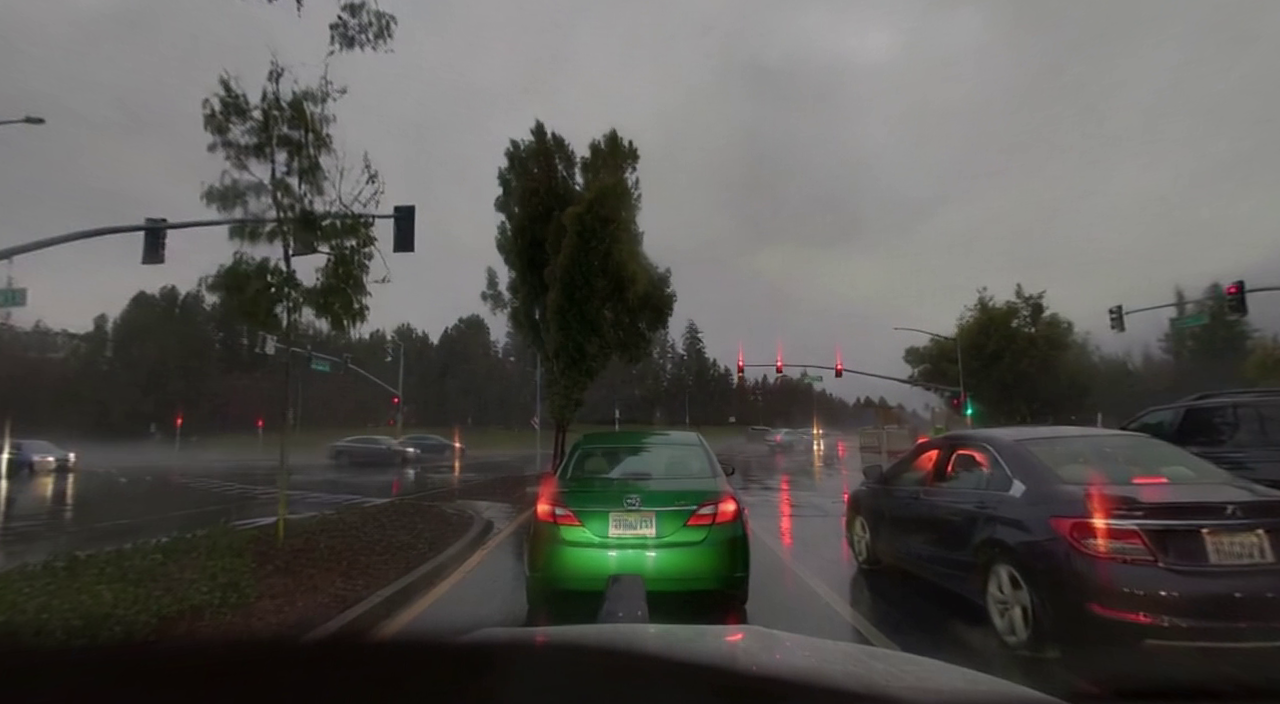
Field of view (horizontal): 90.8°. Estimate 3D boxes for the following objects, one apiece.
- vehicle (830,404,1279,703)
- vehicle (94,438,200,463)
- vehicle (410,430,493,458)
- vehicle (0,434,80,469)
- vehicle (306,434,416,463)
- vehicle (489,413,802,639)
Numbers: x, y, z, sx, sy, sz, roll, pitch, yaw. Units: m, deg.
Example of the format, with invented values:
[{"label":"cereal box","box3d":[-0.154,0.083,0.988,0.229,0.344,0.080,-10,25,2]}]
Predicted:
[{"label":"vehicle","box3d":[3.097,1.293,4.950,1.861,1.479,4.371,0,-8,0]},{"label":"vehicle","box3d":[-29.280,5.853,37.589,4.828,1.467,1.963,-1,-9,6]},{"label":"vehicle","box3d":[-11.330,5.599,38.299,4.526,1.649,1.920,1,-9,-10]},{"label":"vehicle","box3d":[-30.485,4.877,30.951,4.517,1.637,1.935,-1,-9,7]},{"label":"vehicle","box3d":[-14.651,5.094,33.404,4.869,1.502,1.979,0,-9,-1]},{"label":"vehicle","box3d":[0.039,1.450,6.263,2.026,1.458,4.175,0,-9,0]}]
